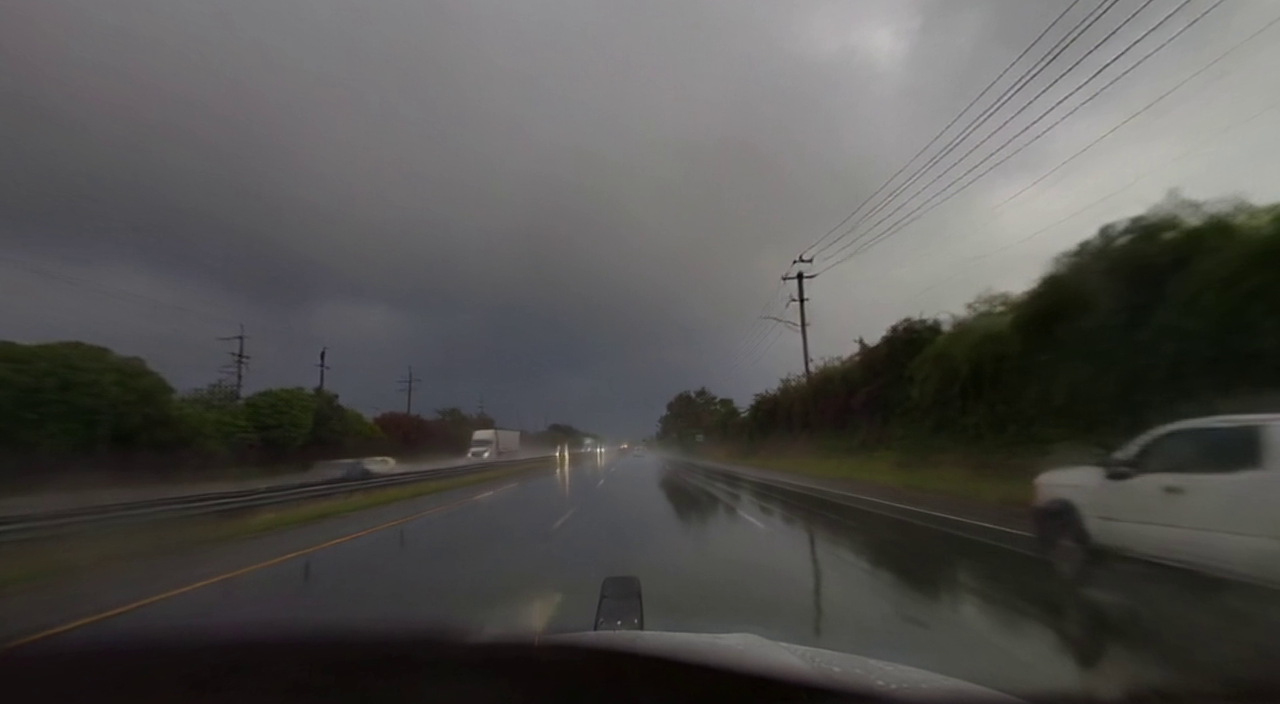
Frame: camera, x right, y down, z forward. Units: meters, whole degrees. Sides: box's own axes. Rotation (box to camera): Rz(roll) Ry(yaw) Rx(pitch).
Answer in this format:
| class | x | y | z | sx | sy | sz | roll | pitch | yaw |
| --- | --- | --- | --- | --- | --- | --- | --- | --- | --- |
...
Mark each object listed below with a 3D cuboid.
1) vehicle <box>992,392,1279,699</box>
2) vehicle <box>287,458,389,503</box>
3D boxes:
| class | x | y | z | sx | sy | sz | roll | pitch | yaw |
| --- | --- | --- | --- | --- | --- | --- | --- | --- | --- |
| vehicle | 4.322 | 1.065 | 3.697 | 2.054 | 1.565 | 4.089 | 0 | -9 | -1 |
| vehicle | -11.398 | 4.862 | 24.002 | 1.885 | 1.469 | 4.099 | 0 | -9 | -1 |
